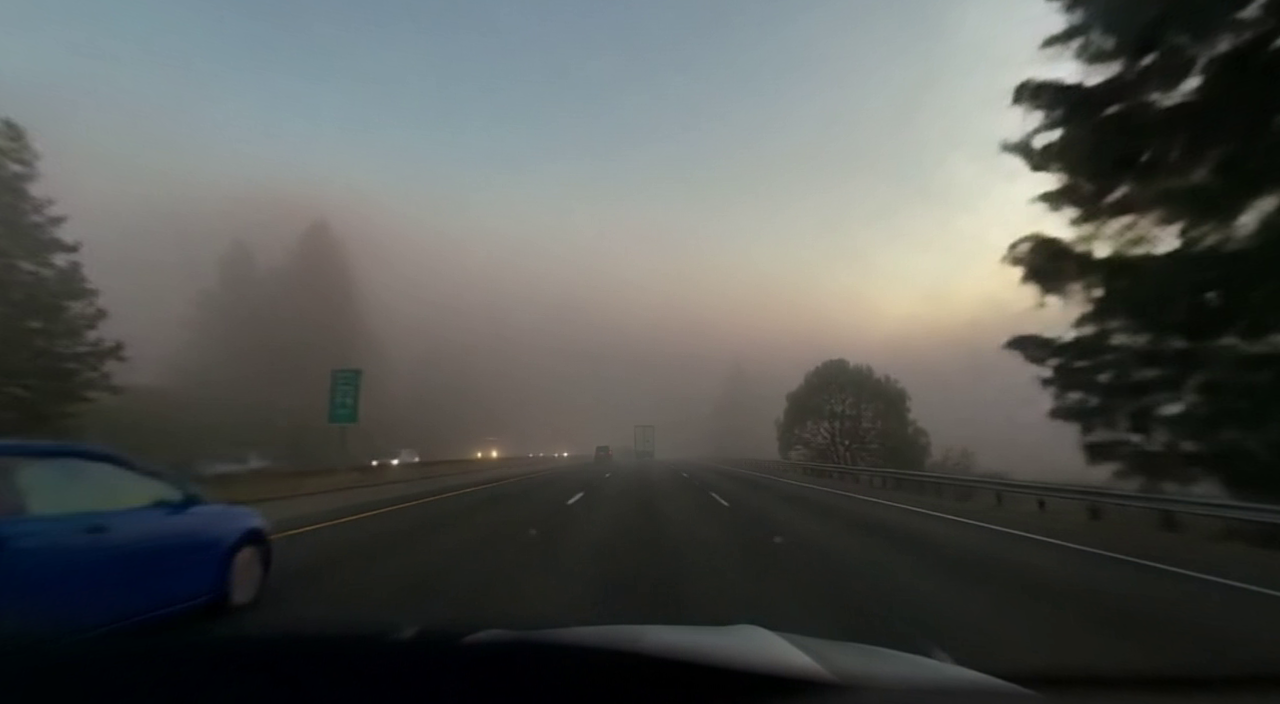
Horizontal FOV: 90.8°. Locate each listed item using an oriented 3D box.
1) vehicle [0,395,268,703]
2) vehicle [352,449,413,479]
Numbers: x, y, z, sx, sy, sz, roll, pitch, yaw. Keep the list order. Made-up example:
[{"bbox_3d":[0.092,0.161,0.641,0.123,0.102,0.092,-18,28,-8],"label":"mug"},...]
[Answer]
[{"bbox_3d":[-4.027,1.008,3.079,2.018,1.548,3.849,-1,-9,1],"label":"vehicle"},{"bbox_3d":[-16.506,7.168,40.712,1.886,1.753,4.567,-1,-9,1],"label":"vehicle"}]
